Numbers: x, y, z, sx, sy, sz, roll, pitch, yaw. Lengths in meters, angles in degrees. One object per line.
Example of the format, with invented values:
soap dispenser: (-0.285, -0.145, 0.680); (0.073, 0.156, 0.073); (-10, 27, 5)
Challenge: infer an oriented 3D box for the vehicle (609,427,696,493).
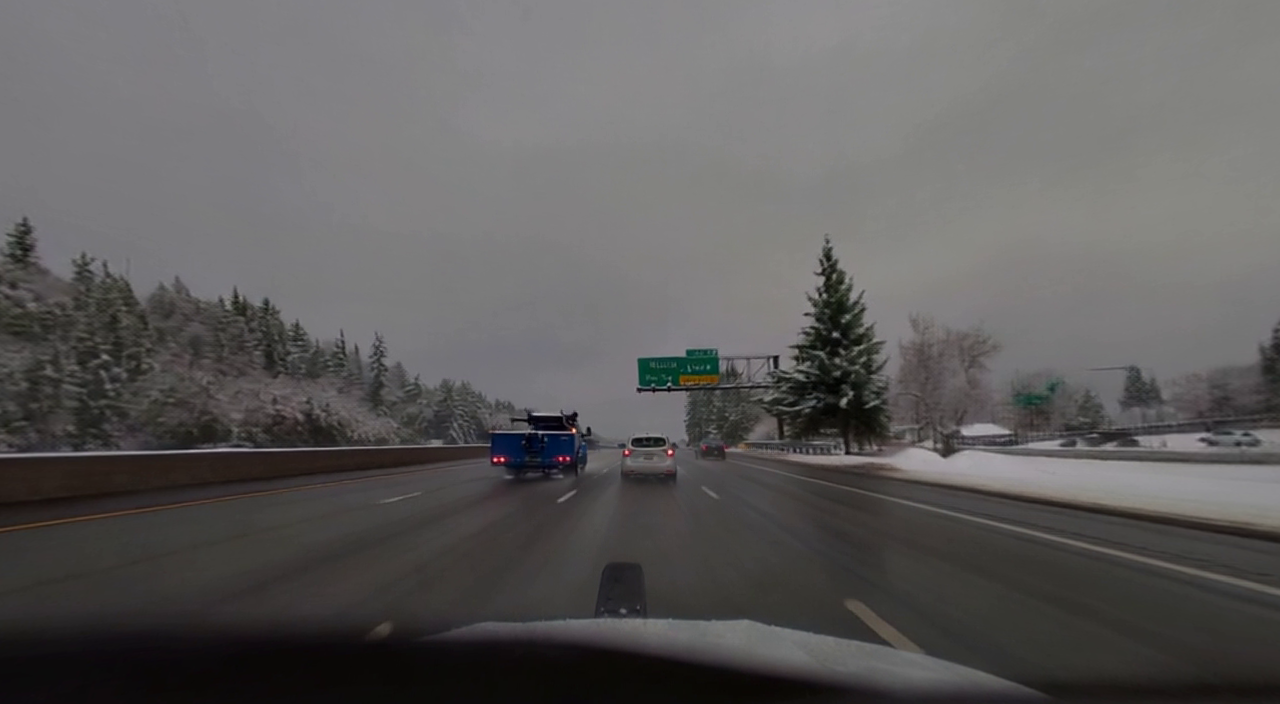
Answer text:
vehicle: (0.326, 3.031, 18.021); (2.165, 1.653, 4.456); (0, -8, 0)

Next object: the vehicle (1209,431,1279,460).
vehicle: (37.446, 5.615, 37.672); (4.374, 1.696, 2.169); (0, -8, 0)

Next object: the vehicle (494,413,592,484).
vehicle: (-3.181, 3.364, 22.033); (2.526, 2.146, 5.594); (0, -8, 0)
